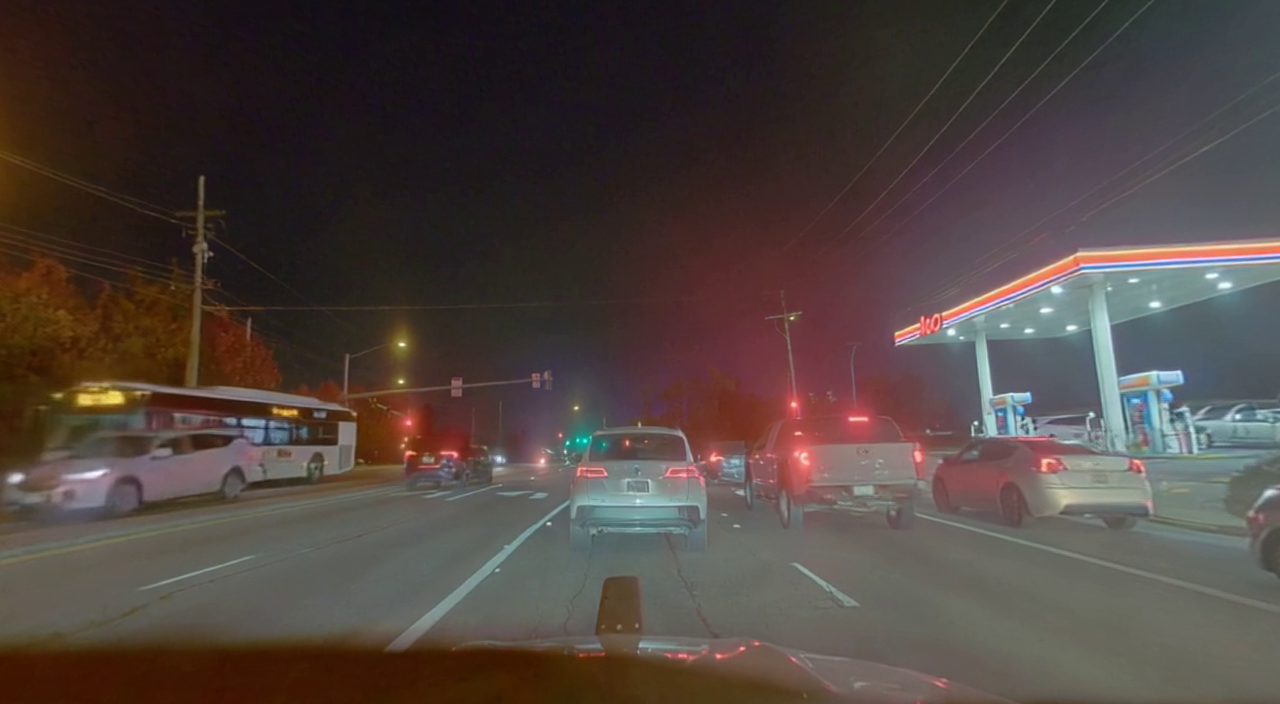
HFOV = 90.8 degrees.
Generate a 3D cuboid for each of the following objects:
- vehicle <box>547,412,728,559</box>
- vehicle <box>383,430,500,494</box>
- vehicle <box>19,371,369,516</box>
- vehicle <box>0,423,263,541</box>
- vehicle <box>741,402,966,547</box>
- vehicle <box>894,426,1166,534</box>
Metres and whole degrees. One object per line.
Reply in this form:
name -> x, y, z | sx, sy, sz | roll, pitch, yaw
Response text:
vehicle -> -0.082, 1.849, 9.393 | 2.087, 1.677, 4.053 | 0, -9, -2
vehicle -> -6.240, 3.517, 20.612 | 2.190, 1.795, 4.993 | 0, -8, 0
vehicle -> -13.558, 3.153, 21.751 | 3.031, 3.513, 12.586 | 0, -9, -1
vehicle -> -10.078, 2.497, 12.763 | 2.163, 1.812, 4.686 | -4, -8, -2
vehicle -> 3.060, 1.871, 10.209 | 2.049, 1.813, 4.245 | 0, -9, -1
vehicle -> 6.446, 2.148, 11.253 | 1.829, 1.494, 4.552 | 0, -8, -2
